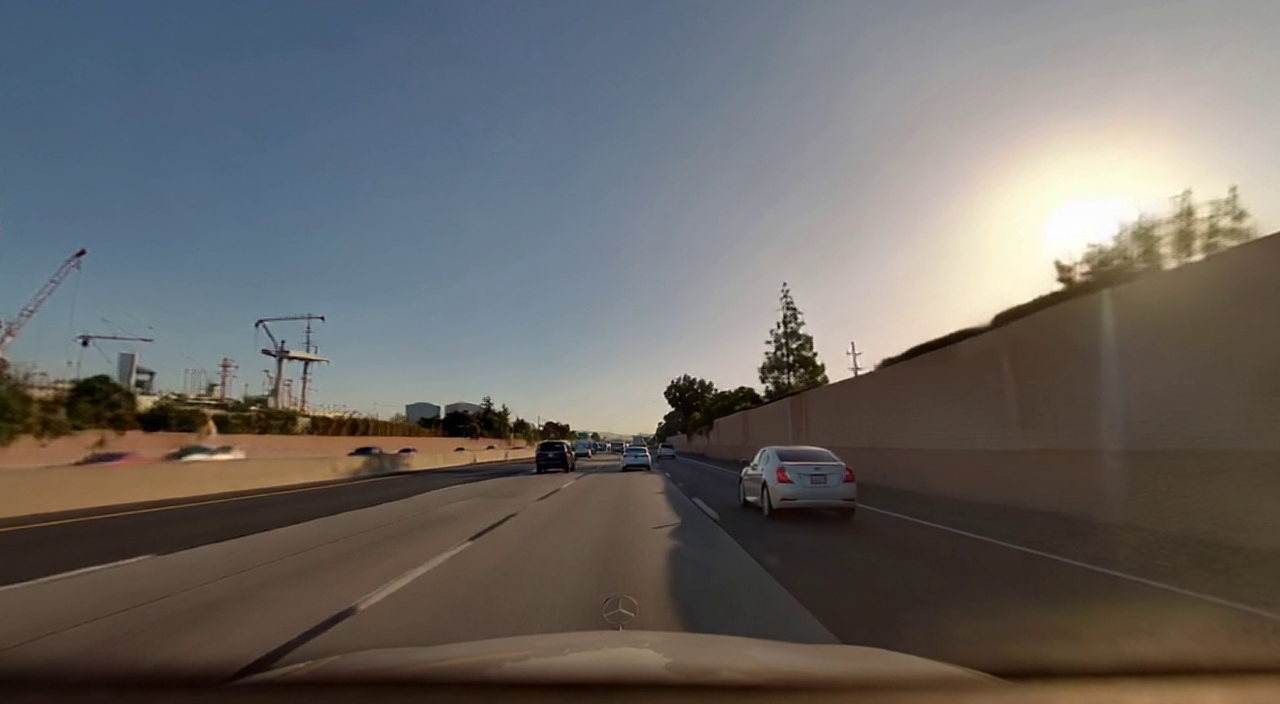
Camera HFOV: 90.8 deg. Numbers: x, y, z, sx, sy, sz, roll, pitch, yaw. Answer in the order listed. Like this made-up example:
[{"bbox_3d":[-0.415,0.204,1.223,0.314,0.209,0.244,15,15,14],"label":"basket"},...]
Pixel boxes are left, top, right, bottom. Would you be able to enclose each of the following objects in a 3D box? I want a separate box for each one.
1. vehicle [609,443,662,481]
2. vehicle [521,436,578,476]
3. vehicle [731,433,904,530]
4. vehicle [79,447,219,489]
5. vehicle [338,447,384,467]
[{"bbox_3d":[-0.223,4.515,26.278,2.045,1.452,4.040,0,-8,-1],"label":"vehicle"},{"bbox_3d":[-4.365,5.079,31.068,2.121,1.775,4.335,0,-8,1],"label":"vehicle"},{"bbox_3d":[3.136,2.385,12.298,1.917,1.507,4.540,0,-8,-2],"label":"vehicle"},{"bbox_3d":[-19.029,4.486,24.807,1.778,1.466,4.610,0,-8,1],"label":"vehicle"},{"bbox_3d":[-22.011,8.244,49.907,1.751,1.510,3.999,0,-8,1],"label":"vehicle"}]
